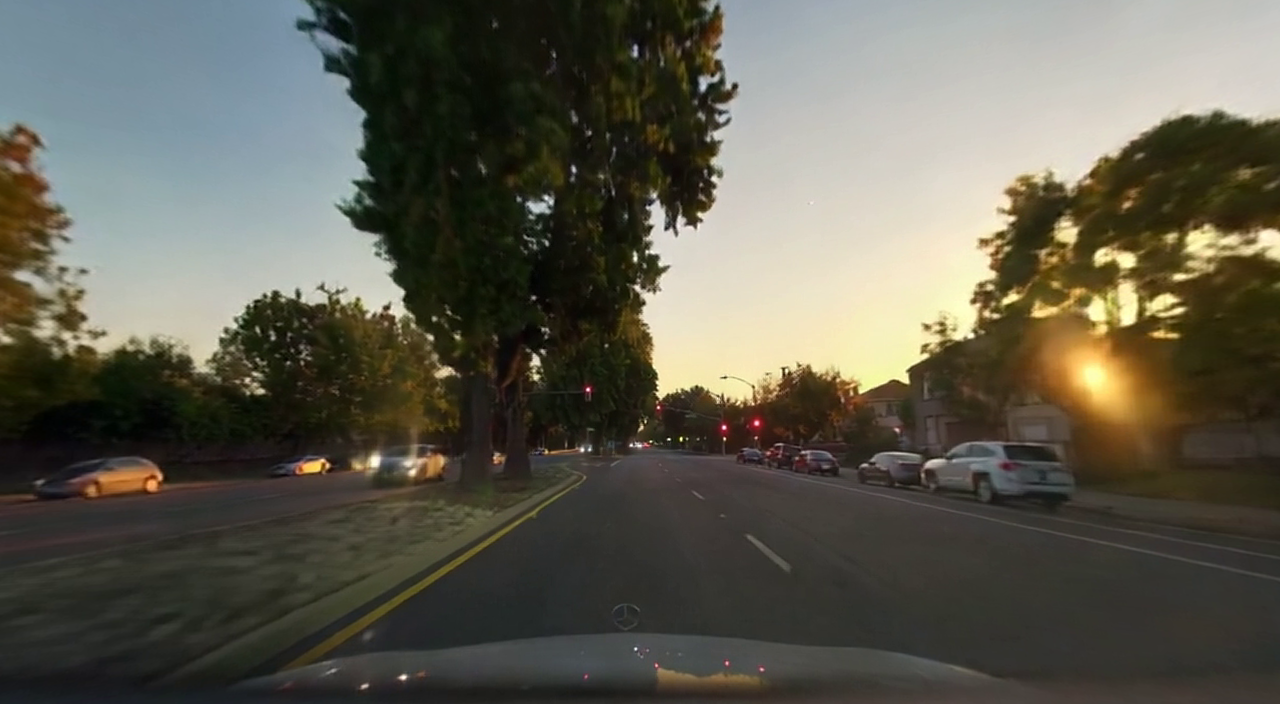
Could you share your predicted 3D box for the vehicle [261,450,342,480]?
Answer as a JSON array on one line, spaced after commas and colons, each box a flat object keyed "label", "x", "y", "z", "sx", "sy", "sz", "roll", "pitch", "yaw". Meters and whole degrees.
[{"label": "vehicle", "x": -18.309, "y": 6.108, "z": 34.437, "sx": 1.844, "sy": 1.480, "sz": 4.729, "roll": 0, "pitch": -8, "yaw": -1}]

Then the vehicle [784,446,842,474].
[{"label": "vehicle", "x": 9.775, "y": 6.121, "z": 36.088, "sx": 1.931, "sy": 1.473, "sz": 4.742, "roll": 0, "pitch": -8, "yaw": 0}]

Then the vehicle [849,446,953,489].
[{"label": "vehicle", "x": 9.825, "y": 4.353, "z": 24.221, "sx": 1.991, "sy": 1.490, "sz": 4.470, "roll": 0, "pitch": -8, "yaw": -1}]

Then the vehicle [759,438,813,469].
[{"label": "vehicle", "x": 9.779, "y": 6.854, "z": 42.866, "sx": 2.245, "sy": 1.983, "sz": 5.433, "roll": 0, "pitch": -8, "yaw": -1}]

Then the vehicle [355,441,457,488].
[{"label": "vehicle", "x": -8.205, "y": 3.974, "z": 22.639, "sx": 1.922, "sy": 1.486, "sz": 4.392, "roll": 0, "pitch": -8, "yaw": 0}]

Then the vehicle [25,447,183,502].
[{"label": "vehicle", "x": -18.370, "y": 4.168, "z": 21.956, "sx": 1.842, "sy": 1.660, "sz": 4.120, "roll": 0, "pitch": -8, "yaw": 0}]

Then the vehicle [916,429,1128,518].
[{"label": "vehicle", "x": 9.851, "y": 3.155, "z": 17.109, "sx": 2.176, "sy": 1.893, "sz": 5.744, "roll": 2, "pitch": -8, "yaw": 0}]

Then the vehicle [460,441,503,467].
[{"label": "vehicle", "x": -11.411, "y": 7.370, "z": 45.811, "sx": 1.940, "sy": 1.740, "sz": 4.356, "roll": 0, "pitch": -8, "yaw": 1}]

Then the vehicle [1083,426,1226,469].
[{"label": "vehicle", "x": 22.497, "y": 4.200, "z": 27.766, "sx": 4.421, "sy": 1.793, "sz": 2.091, "roll": 0, "pitch": -9, "yaw": 0}]
